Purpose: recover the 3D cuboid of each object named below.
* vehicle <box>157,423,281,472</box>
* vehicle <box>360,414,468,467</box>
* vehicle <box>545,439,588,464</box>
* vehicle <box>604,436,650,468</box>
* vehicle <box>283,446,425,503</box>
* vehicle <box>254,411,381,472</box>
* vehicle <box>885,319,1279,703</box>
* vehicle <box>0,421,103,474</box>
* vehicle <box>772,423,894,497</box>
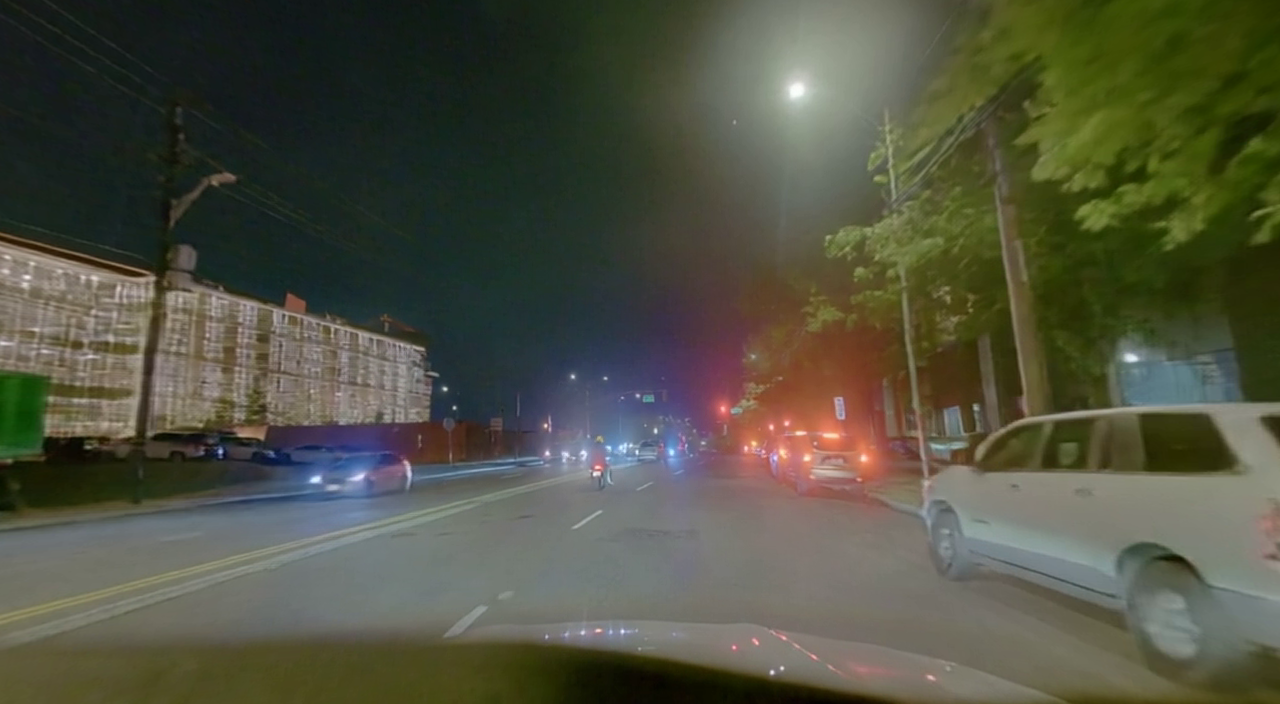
[{"bbox_3d":[-26.963,6.157,40.896,2.933,2.907,6.416,-2,-8,9],"label":"vehicle"},{"bbox_3d":[-14.622,5.913,42.020,2.990,3.144,9.080,-1,-8,6],"label":"vehicle"},{"bbox_3d":[-5.332,7.303,46.545,2.053,1.771,4.684,-1,-8,8],"label":"vehicle"},{"bbox_3d":[-0.647,5.454,34.549,1.925,1.602,4.090,-1,-8,8],"label":"vehicle"},{"bbox_3d":[-8.801,3.769,19.997,1.905,1.536,4.714,-1,-8,6],"label":"vehicle"},{"bbox_3d":[-20.652,5.782,41.251,3.283,3.441,8.669,-2,-7,4],"label":"vehicle"},{"bbox_3d":[3.864,1.117,4.837,2.171,1.832,5.180,-1,-8,4],"label":"vehicle"},{"bbox_3d":[-43.262,6.910,45.901,3.045,3.446,8.002,2,-9,-15],"label":"vehicle"},{"bbox_3d":[5.371,3.076,18.448,2.387,1.820,5.286,-1,-8,6],"label":"vehicle"}]
